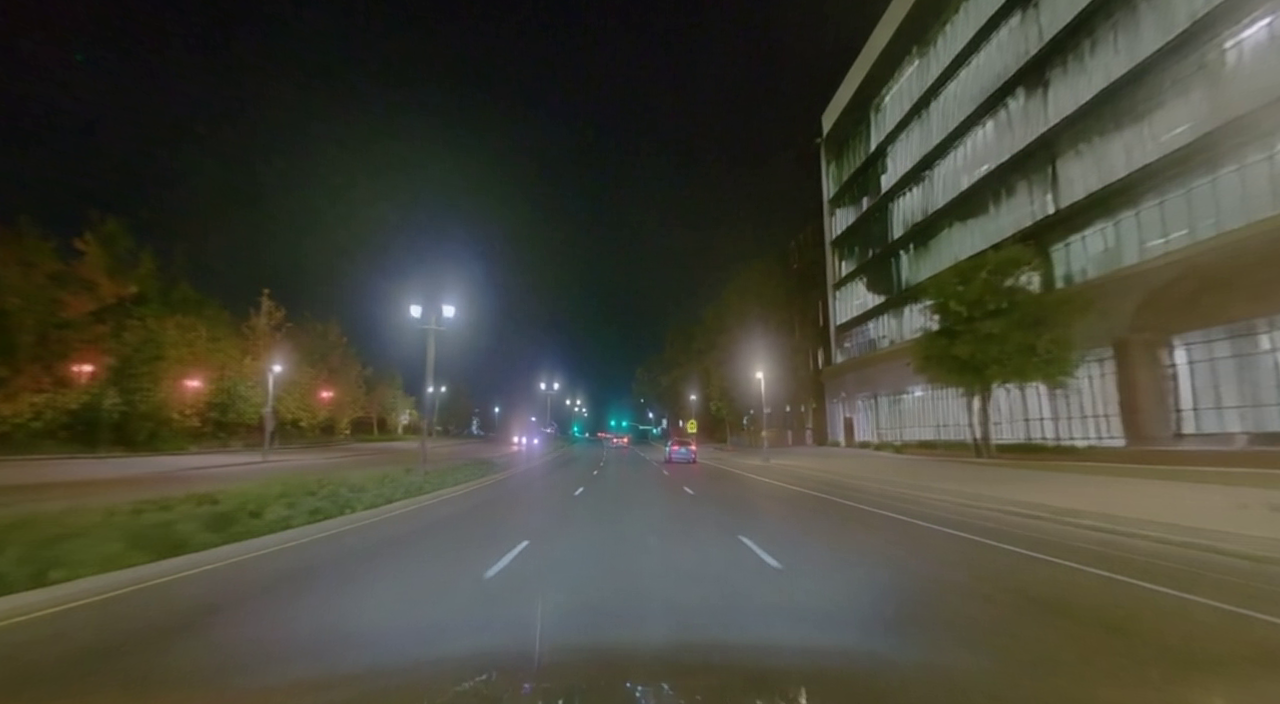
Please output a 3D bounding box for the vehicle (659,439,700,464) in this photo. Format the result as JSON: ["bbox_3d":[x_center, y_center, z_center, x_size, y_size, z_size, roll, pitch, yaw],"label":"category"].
[{"bbox_3d":[2.417,6.233,39.649,2.090,1.506,4.382,0,-9,-3],"label":"vehicle"}]
